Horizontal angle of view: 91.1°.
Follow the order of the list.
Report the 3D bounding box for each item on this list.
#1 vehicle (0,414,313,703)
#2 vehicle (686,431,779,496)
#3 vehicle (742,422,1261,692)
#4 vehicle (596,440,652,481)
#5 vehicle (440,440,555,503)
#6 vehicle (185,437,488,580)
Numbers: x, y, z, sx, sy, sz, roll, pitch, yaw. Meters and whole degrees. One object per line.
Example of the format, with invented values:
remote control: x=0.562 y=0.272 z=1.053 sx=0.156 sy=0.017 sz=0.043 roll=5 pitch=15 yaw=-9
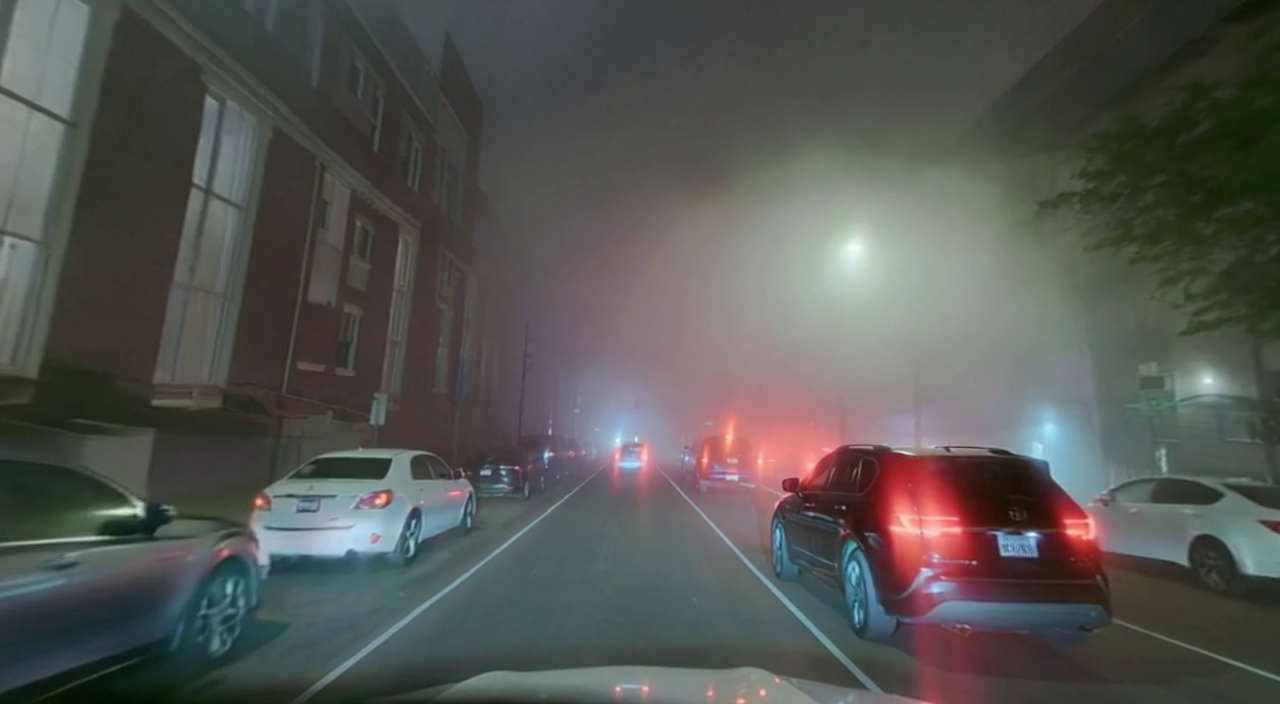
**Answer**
vehicle: x=-3.557 y=1.033 z=2.670 sx=1.955 sy=1.504 sz=4.618 roll=0 pitch=-8 yaw=-2
vehicle: x=2.645 y=3.310 z=19.090 sx=2.002 sy=1.707 sz=4.547 roll=0 pitch=-8 yaw=-1
vehicle: x=2.435 y=1.501 z=5.918 sx=2.080 sy=1.495 sz=4.591 roll=0 pitch=-8 yaw=-1
vehicle: x=-0.587 y=4.146 z=24.279 sx=2.007 sy=1.460 sz=3.923 roll=0 pitch=-8 yaw=0
vehicle: x=-3.698 y=3.188 z=17.270 sx=1.972 sy=1.471 sz=4.795 roll=0 pitch=-8 yaw=1
vehicle: x=-3.679 y=1.953 z=8.753 sx=1.954 sy=1.462 sz=4.407 roll=0 pitch=-8 yaw=1
